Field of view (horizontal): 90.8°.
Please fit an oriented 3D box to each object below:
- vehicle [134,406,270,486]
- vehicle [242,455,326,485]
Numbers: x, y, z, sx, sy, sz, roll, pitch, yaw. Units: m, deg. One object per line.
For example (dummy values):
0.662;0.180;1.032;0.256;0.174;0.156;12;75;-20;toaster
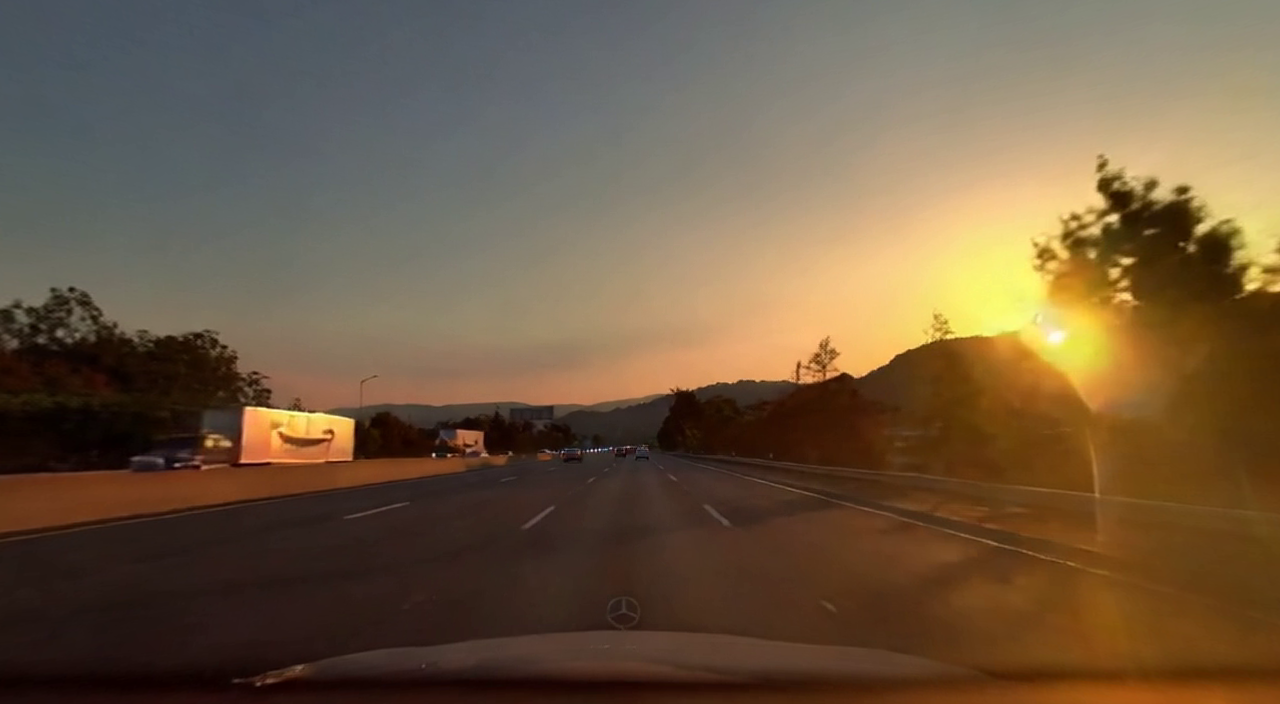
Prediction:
-23.300;5.075;34.047;2.973;3.895;5.902;0;-9;-1;vehicle
-18.916;6.264;33.799;1.868;1.422;4.676;0;-9;-1;vehicle
